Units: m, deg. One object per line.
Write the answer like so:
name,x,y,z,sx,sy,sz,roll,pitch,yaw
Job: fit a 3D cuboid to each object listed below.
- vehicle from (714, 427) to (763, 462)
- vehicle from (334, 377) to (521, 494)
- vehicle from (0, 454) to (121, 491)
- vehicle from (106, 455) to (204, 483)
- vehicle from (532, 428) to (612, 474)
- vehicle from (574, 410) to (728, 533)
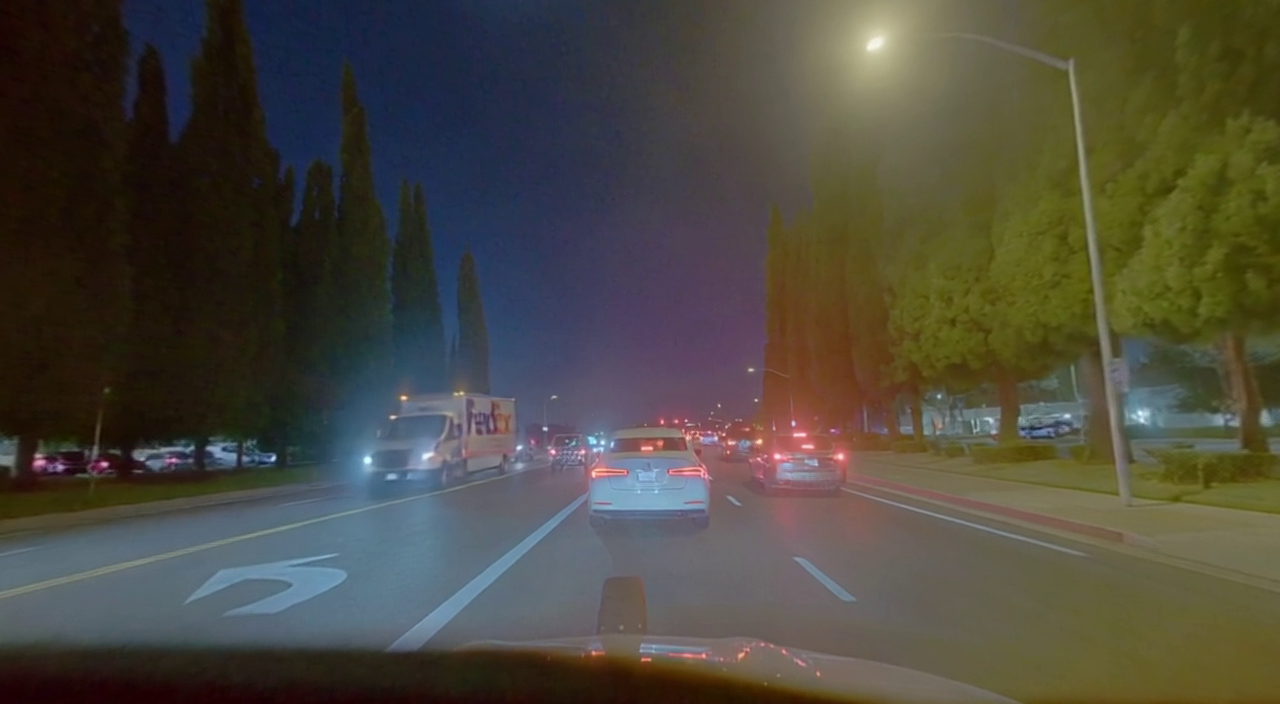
vehicle,5.402,5.162,35.113,2.155,1.786,4.459,-1,-8,3
vehicle,-6.995,3.072,22.891,2.961,3.316,9.483,-1,-8,4
vehicle,-28.015,5.754,30.232,4.743,1.671,1.842,-1,-8,4
vehicle,-27.042,6.510,35.195,4.260,1.498,1.769,-2,-8,9
vehicle,-2.755,4.191,26.943,2.057,1.786,4.725,-2,-8,11
vehicle,0.180,1.982,10.996,2.154,1.710,4.128,-1,-8,1
